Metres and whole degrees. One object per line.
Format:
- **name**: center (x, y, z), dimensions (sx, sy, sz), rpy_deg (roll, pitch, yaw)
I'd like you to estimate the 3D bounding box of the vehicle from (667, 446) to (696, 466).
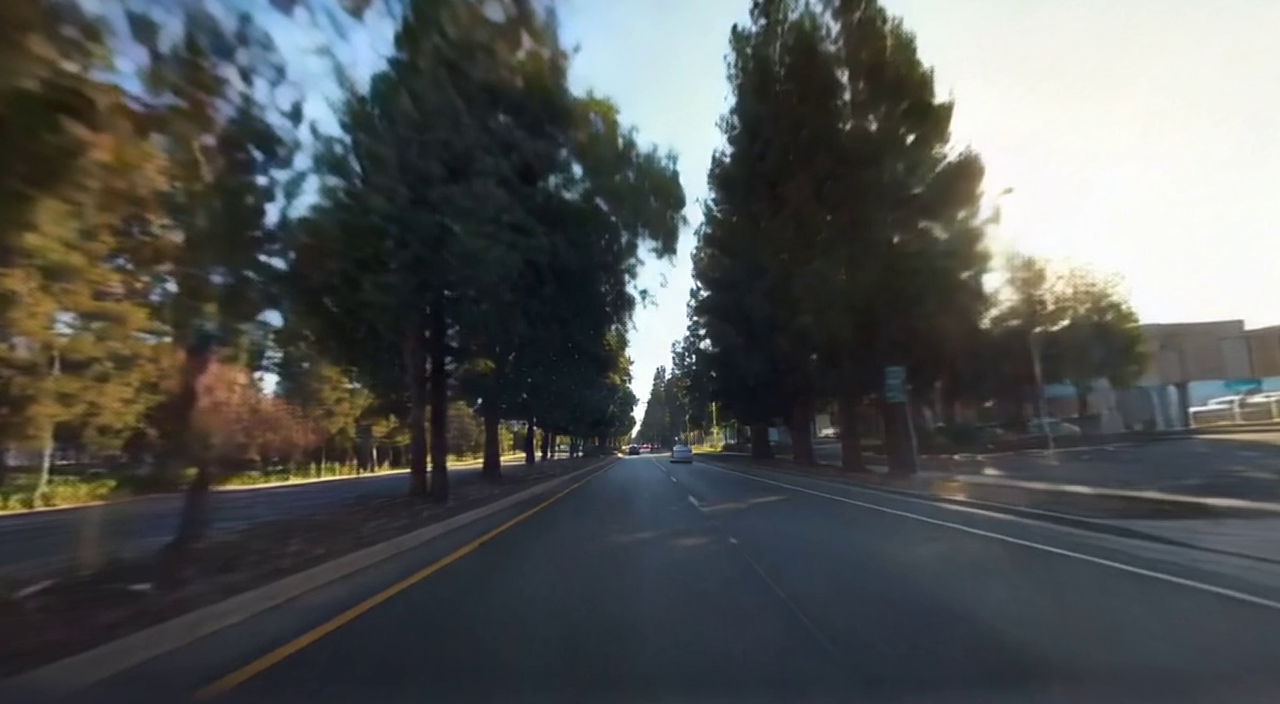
- **vehicle**: center (3.199, 8.100, 49.547), dimensions (1.925, 1.488, 4.271), rpy_deg (0, -8, -1)
